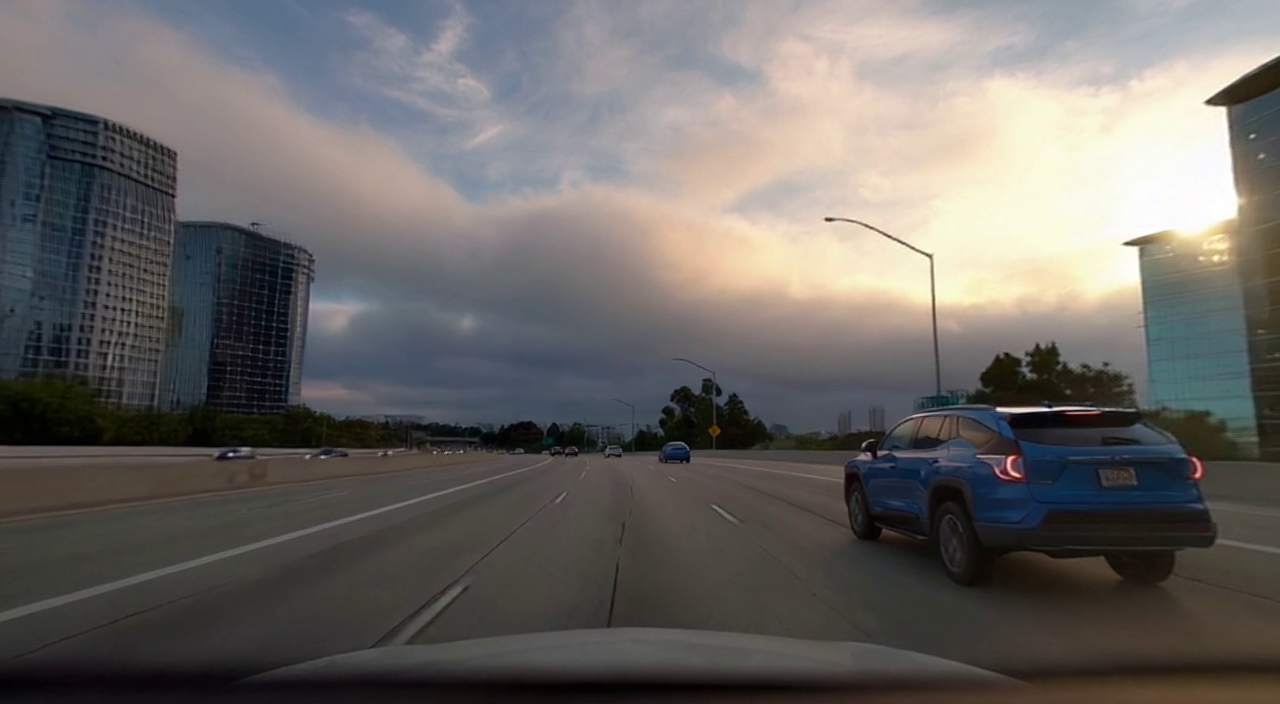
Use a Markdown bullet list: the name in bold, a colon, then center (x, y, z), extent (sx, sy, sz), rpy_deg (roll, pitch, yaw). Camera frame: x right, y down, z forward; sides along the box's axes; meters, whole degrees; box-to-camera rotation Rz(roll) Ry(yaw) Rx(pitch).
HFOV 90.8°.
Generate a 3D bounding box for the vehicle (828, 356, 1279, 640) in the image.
- **vehicle**: center (3.709, 1.251, 6.348), extent (2.182, 1.826, 4.392), rpy_deg (0, -8, -1)

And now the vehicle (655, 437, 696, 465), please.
- **vehicle**: center (2.296, 6.614, 42.333), extent (2.110, 1.780, 4.682), rpy_deg (1, -8, -5)
